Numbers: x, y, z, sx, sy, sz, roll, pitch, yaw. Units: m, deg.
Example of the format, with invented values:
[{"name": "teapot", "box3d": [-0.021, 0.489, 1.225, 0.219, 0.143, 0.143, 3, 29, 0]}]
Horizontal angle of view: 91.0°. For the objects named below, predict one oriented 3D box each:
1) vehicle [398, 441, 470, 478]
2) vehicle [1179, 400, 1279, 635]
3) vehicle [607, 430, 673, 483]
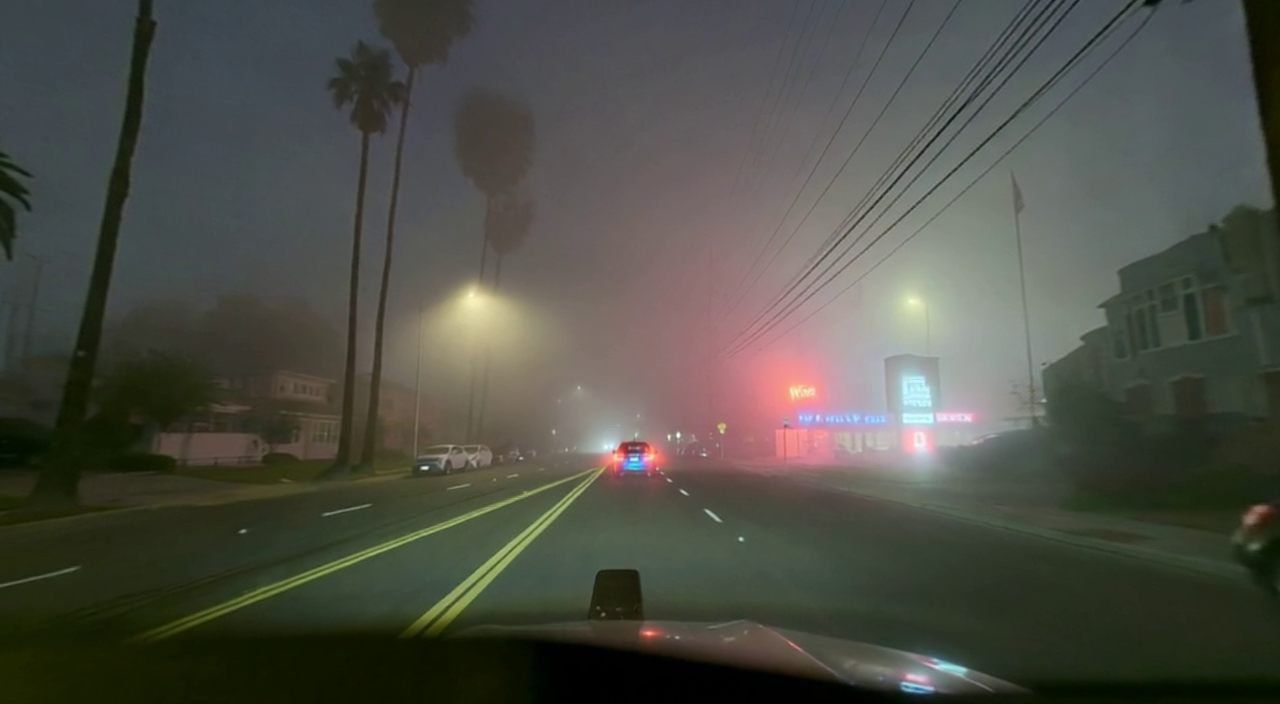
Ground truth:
[{"name": "vehicle", "box3d": [-10.270, 5.387, 31.829, 2.075, 1.693, 4.696, 0, -9, -1]}, {"name": "vehicle", "box3d": [6.072, 1.018, 3.112, 2.153, 1.801, 5.163, 0, -9, -1]}, {"name": "vehicle", "box3d": [-0.068, 3.941, 23.908, 2.264, 1.798, 4.563, 0, -9, -1]}]
